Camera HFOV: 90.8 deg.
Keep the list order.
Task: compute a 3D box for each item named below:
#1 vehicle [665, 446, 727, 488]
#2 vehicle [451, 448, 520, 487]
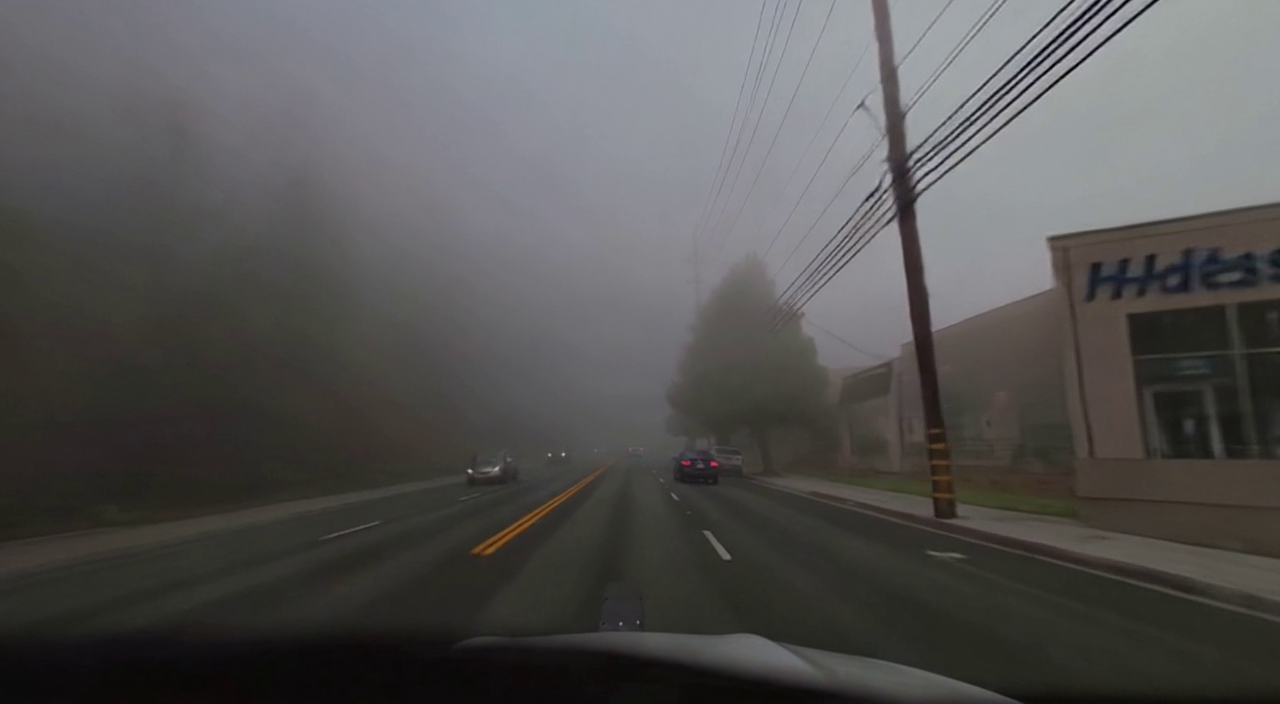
[{"bbox_3d":[2.068,4.403,24.532,1.975,1.497,3.647,0,-9,-2],"label":"vehicle"},{"bbox_3d":[-6.478,4.869,26.996,1.868,1.466,4.397,0,-9,0],"label":"vehicle"}]
